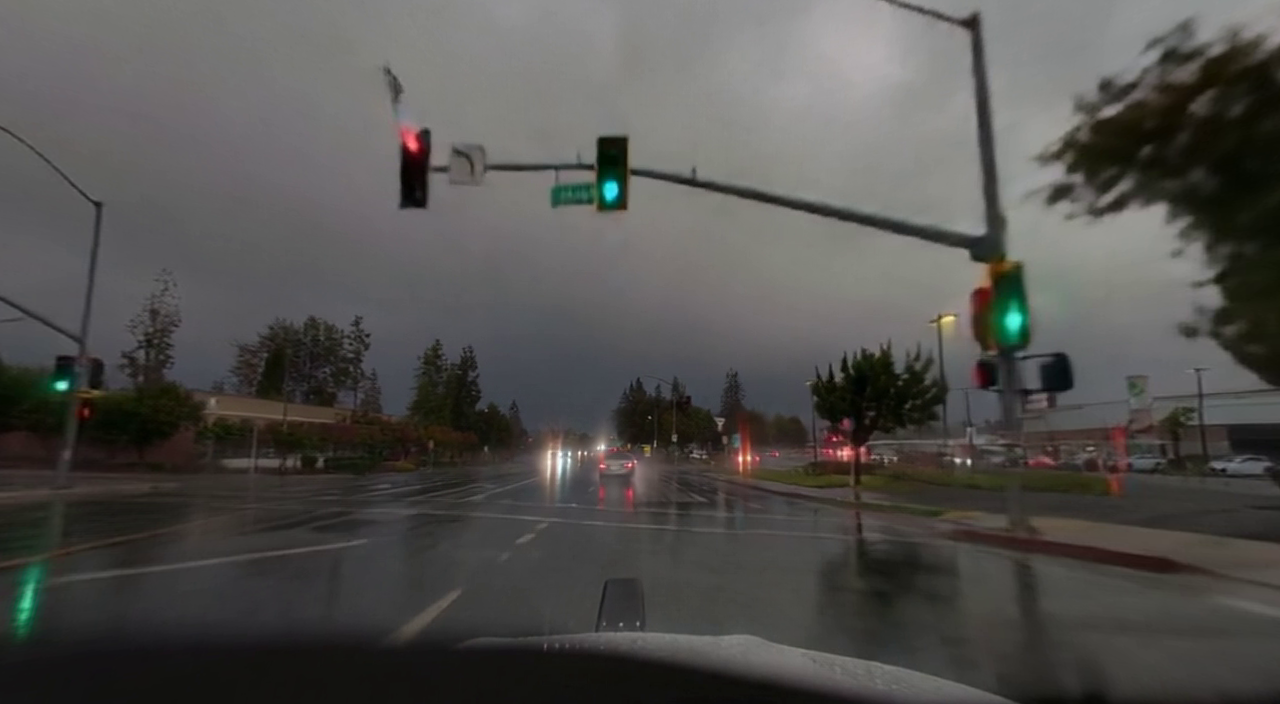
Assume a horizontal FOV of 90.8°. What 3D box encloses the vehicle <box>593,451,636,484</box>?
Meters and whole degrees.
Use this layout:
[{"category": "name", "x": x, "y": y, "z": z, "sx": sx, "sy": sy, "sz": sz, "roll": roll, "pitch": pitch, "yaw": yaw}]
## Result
[{"category": "vehicle", "x": -1.245, "y": 5.462, "z": 30.201, "sx": 1.917, "sy": 1.418, "sz": 3.987, "roll": 0, "pitch": -8, "yaw": -3}]
